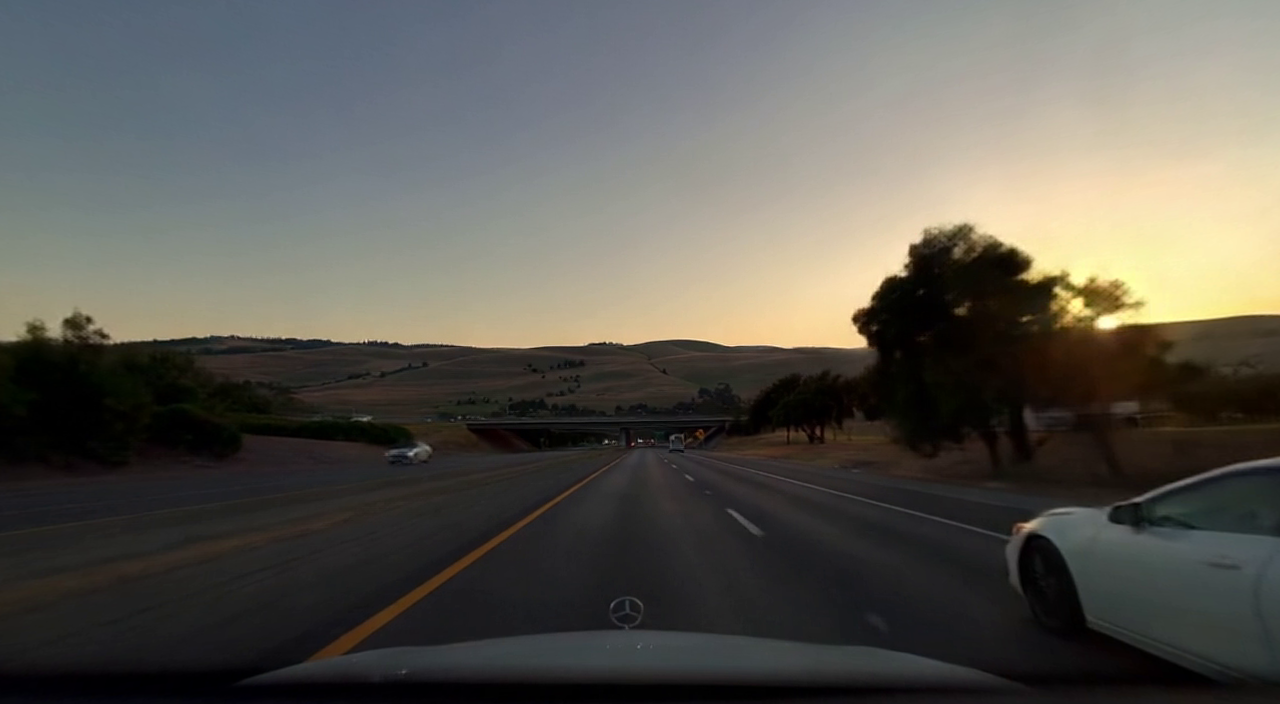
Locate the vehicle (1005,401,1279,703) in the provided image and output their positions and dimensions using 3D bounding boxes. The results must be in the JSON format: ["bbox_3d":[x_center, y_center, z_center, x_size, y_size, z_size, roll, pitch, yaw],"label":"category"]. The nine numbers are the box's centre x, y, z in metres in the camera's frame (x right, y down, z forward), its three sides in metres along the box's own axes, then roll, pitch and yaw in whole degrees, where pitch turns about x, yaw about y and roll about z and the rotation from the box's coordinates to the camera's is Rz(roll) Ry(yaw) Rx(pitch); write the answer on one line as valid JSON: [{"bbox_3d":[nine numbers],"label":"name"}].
[{"bbox_3d":[3.936,0.929,2.566,2.027,1.487,4.718,0,-8,-1],"label":"vehicle"}]
